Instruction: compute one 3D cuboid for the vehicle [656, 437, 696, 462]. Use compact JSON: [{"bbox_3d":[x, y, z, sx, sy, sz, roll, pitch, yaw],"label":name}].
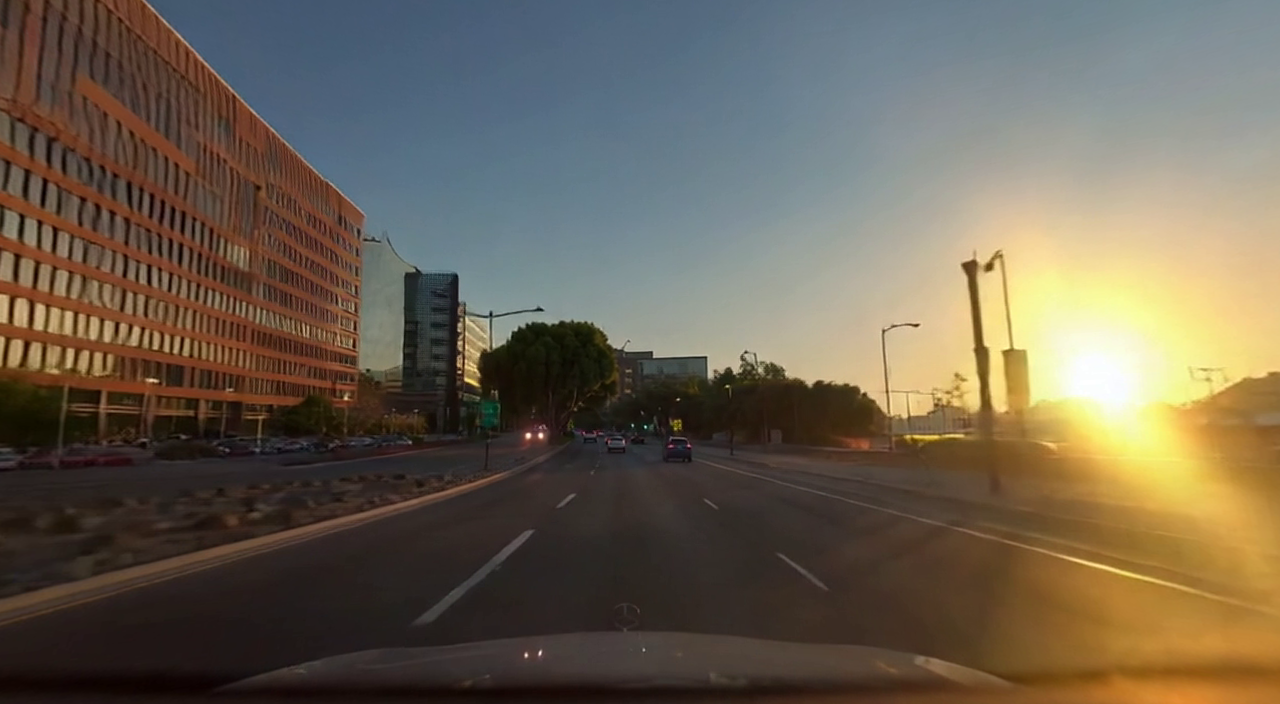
[{"bbox_3d":[2.251,6.248,40.634,2.090,1.506,4.382,0,-8,-3],"label":"vehicle"}]
